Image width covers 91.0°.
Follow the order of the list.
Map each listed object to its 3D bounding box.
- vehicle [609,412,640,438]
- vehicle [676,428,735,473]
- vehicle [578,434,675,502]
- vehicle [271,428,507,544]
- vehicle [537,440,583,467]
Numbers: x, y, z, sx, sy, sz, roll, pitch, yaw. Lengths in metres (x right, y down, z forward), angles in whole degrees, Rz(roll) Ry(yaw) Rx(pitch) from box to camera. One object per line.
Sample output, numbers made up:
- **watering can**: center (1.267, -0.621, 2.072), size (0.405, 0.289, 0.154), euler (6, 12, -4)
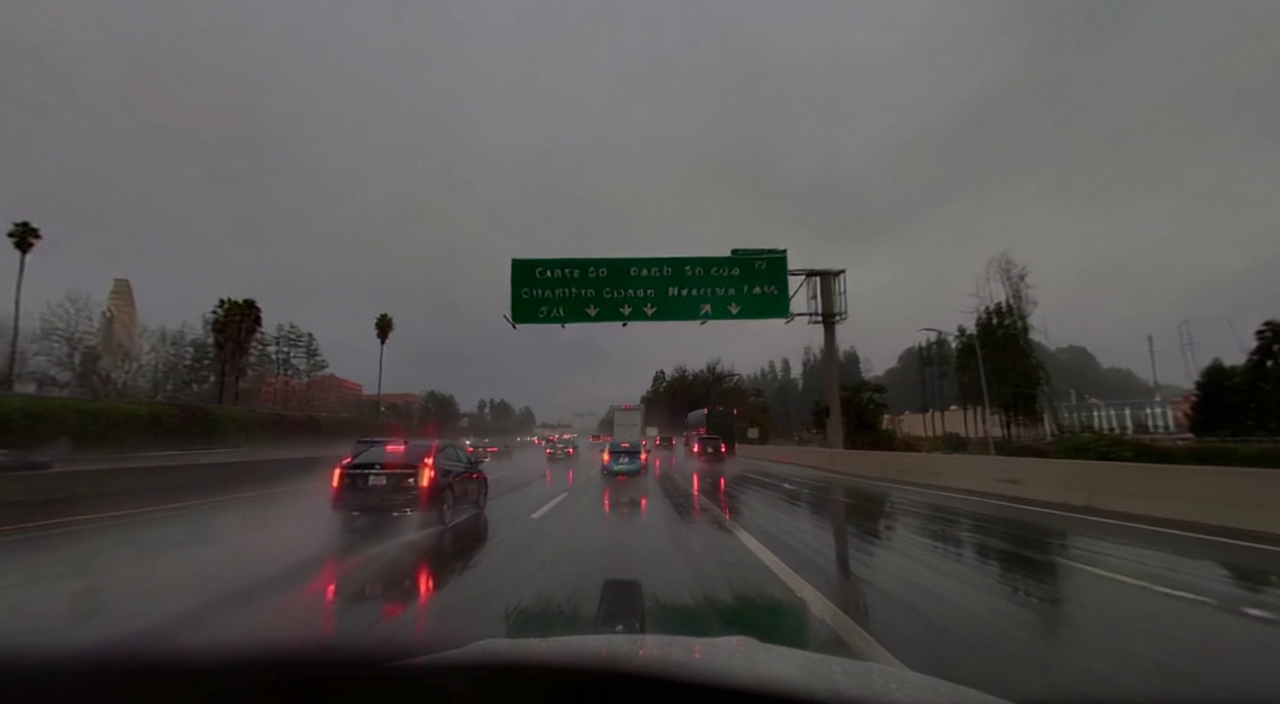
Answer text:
- **vehicle**: center (-1.117, 5.455, 46.717), size (2.206, 1.803, 4.569), euler (0, -8, -1)
- **vehicle**: center (2.914, 4.536, 29.182), size (2.173, 1.870, 4.499), euler (0, -8, -1)
- **vehicle**: center (-0.304, 2.850, 15.920), size (2.136, 1.470, 3.971), euler (0, -8, 0)
- **vehicle**: center (-3.734, 2.068, 10.452), size (2.064, 1.475, 4.489), euler (0, -8, 0)
- **vehicle**: center (-4.358, 5.606, 34.951), size (1.998, 1.423, 4.436), euler (0, -8, 0)
